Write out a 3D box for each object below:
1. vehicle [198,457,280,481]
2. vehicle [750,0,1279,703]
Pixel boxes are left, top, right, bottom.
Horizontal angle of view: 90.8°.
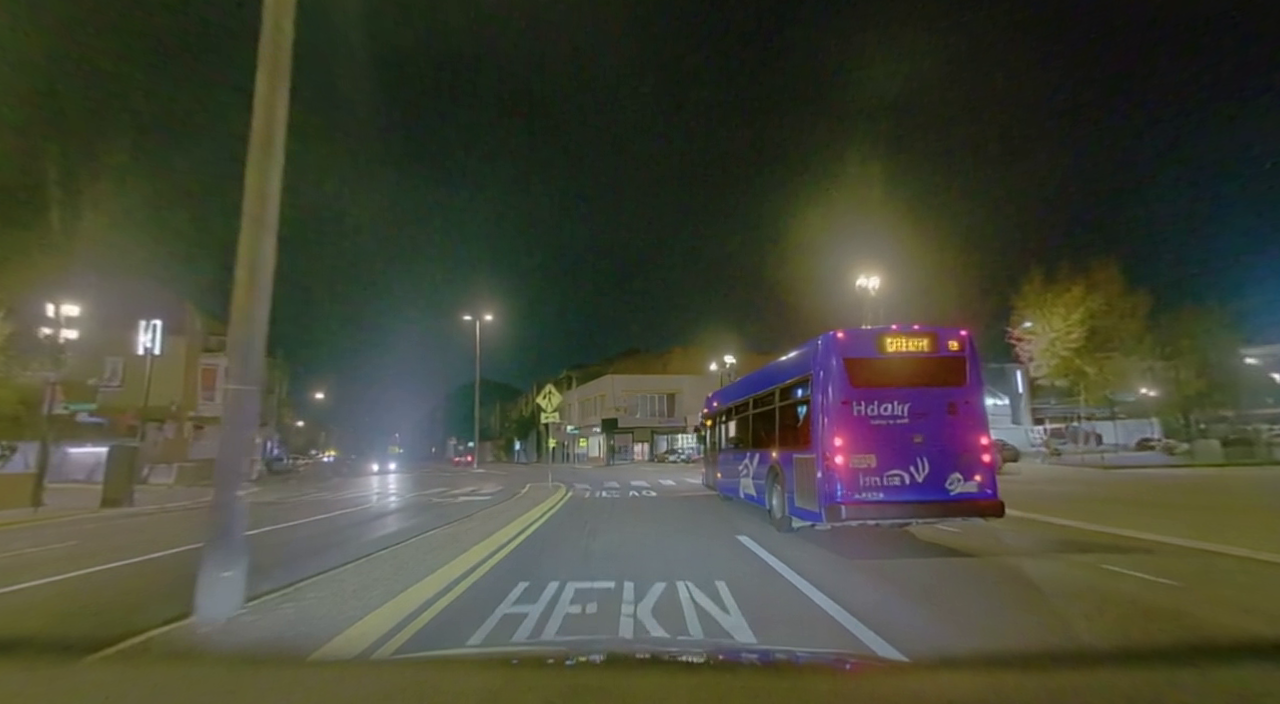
[{"bbox_3d":[-27.537,7.995,43.431,4.384,1.500,1.864,7,-11,-40],"label":"vehicle"},{"bbox_3d":[3.479,0.204,3.051,3.194,3.345,12.428,0,-9,-2],"label":"vehicle"}]
